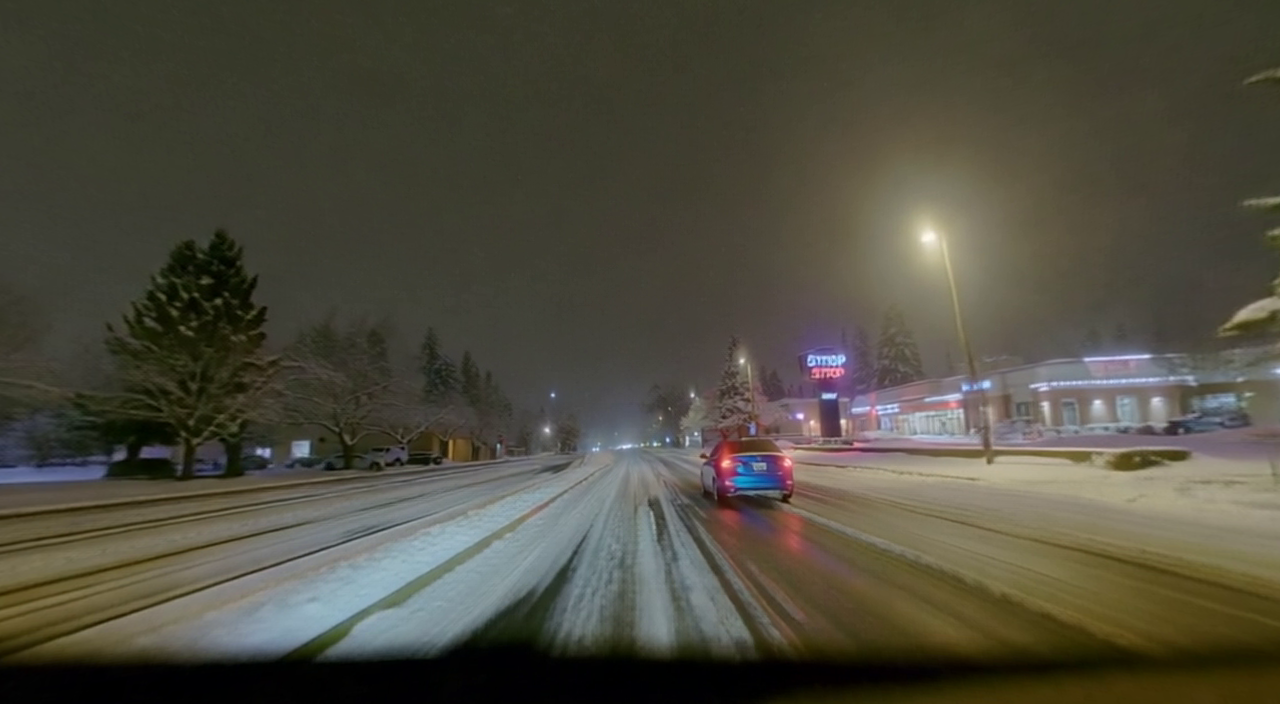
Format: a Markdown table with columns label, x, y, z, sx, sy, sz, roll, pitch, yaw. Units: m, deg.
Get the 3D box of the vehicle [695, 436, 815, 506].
| label | x | y | z | sx | sy | sz | roll | pitch | yaw |
| --- | --- | --- | --- | --- | --- | --- | --- | --- | --- |
| vehicle | 2.637 | 2.867 | 15.644 | 2.015 | 1.479 | 4.444 | 0 | -9 | -2 |
